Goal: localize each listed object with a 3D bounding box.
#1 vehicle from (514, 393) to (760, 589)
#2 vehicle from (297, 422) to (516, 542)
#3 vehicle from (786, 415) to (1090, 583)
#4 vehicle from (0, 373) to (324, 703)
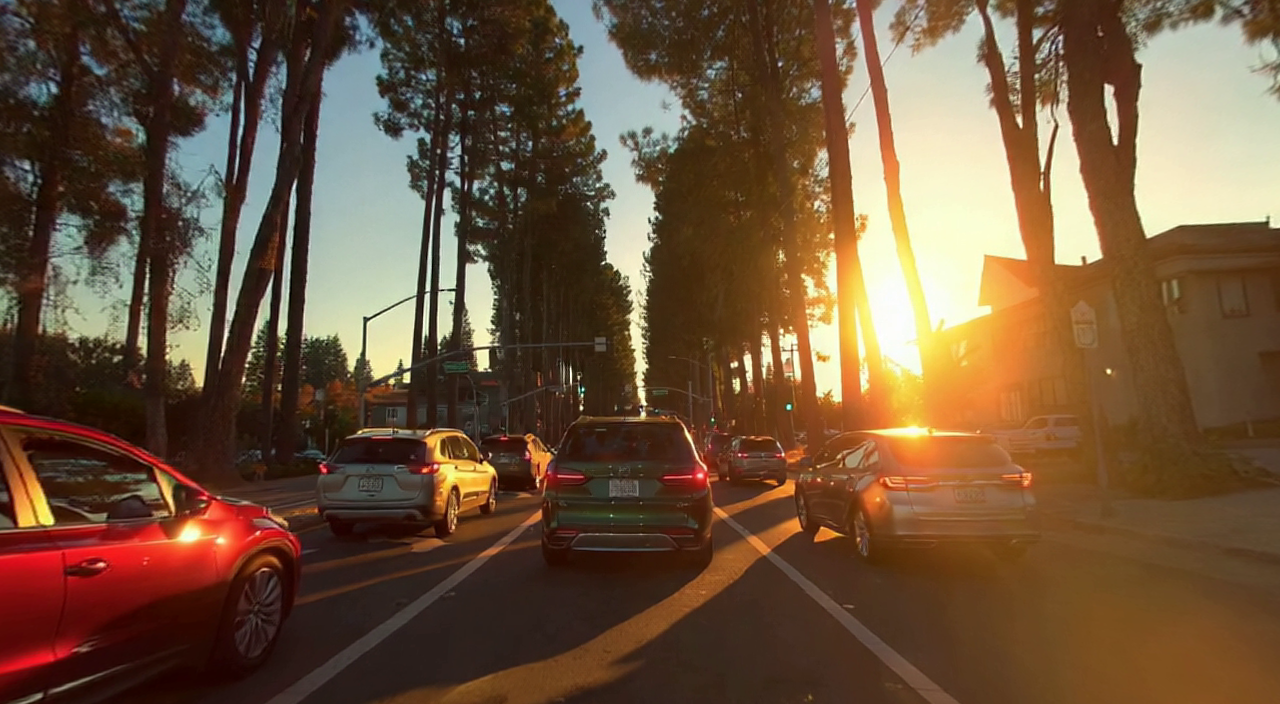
[{"bbox_3d":[-0.008,1.545,7.732,2.193,1.744,4.033,0,-8,1],"label":"vehicle"},{"bbox_3d":[-3.655,2.119,10.919,2.042,1.641,4.314,0,-8,1],"label":"vehicle"},{"bbox_3d":[3.262,1.668,7.864,1.922,1.579,3.642,0,-8,-1],"label":"vehicle"},{"bbox_3d":[-3.781,0.999,3.302,1.929,1.641,4.193,0,-8,2],"label":"vehicle"}]
